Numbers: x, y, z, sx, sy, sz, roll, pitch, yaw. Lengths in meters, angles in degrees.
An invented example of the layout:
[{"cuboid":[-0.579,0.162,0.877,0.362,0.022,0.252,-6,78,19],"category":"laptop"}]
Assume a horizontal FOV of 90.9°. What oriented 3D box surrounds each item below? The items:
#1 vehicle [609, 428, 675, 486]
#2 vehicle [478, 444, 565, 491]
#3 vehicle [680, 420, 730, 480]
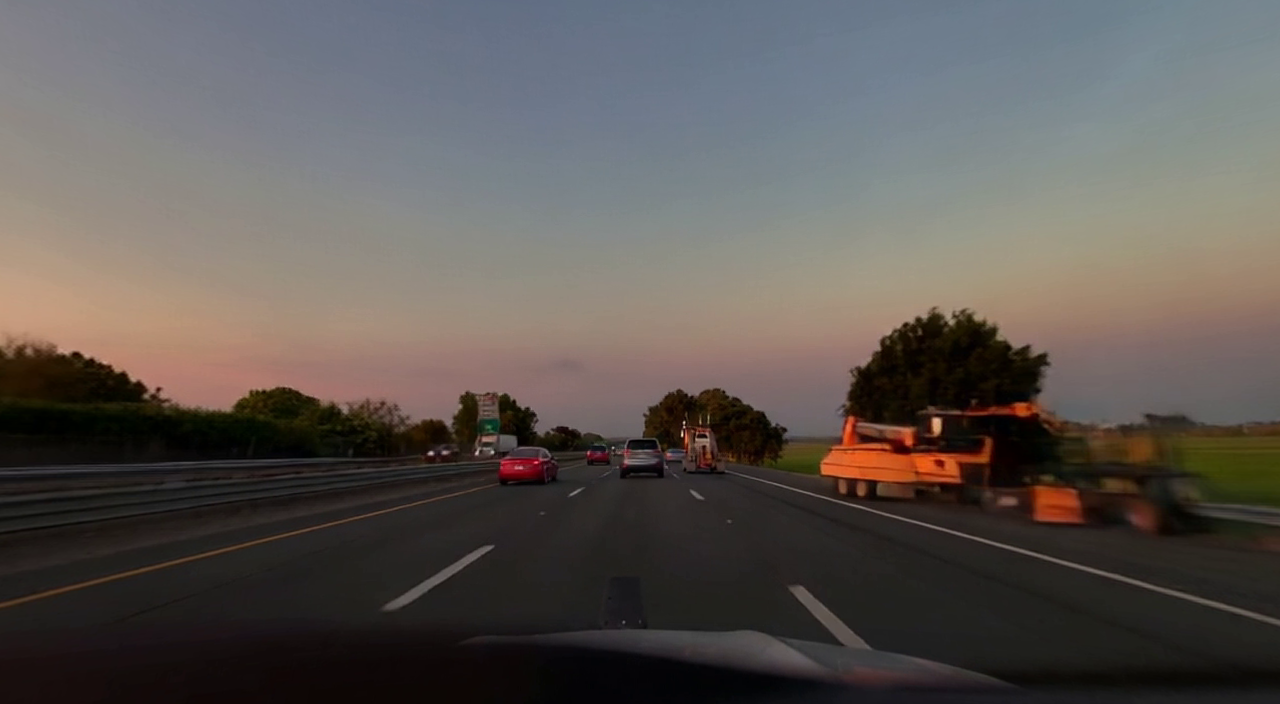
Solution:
[{"cuboid":[0.085,4.011,24.406,2.308,1.993,4.631,0,-8,1],"category":"vehicle"},{"cuboid":[-4.023,3.966,22.150,2.096,1.469,4.319,0,-8,2],"category":"vehicle"},{"cuboid":[4.495,7.077,45.780,2.793,3.828,9.580,0,-9,1],"category":"vehicle"}]
